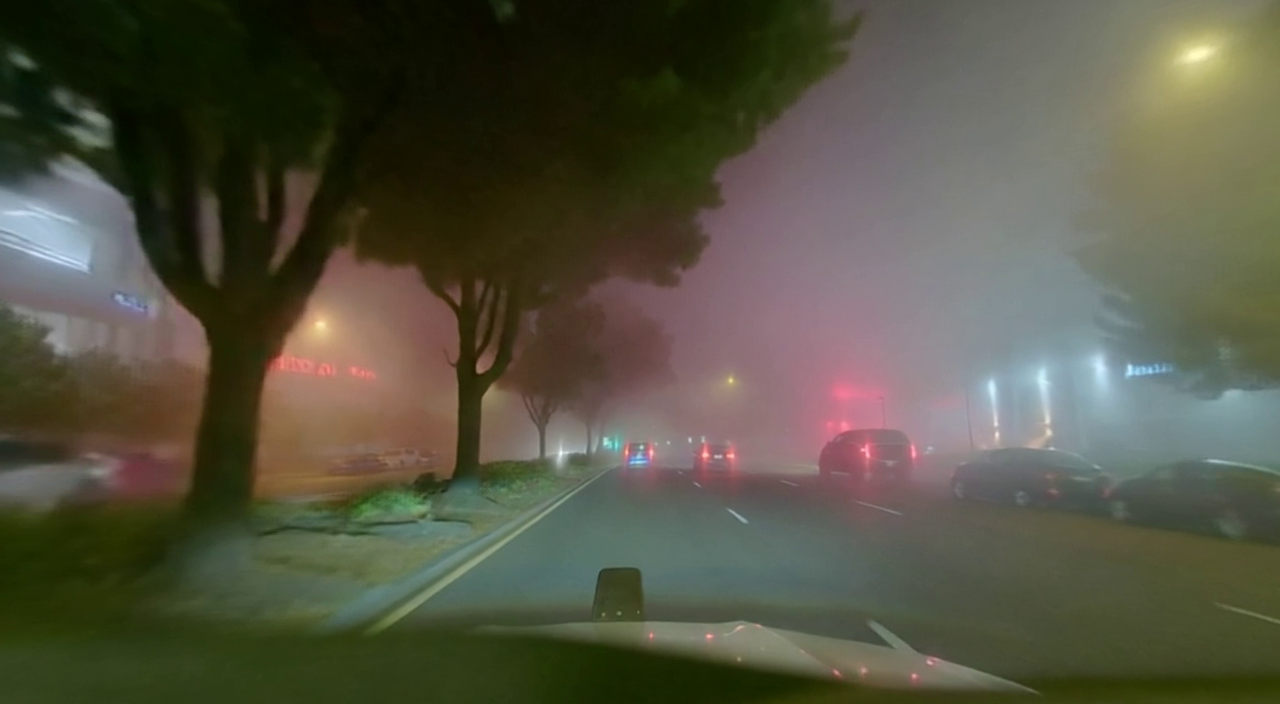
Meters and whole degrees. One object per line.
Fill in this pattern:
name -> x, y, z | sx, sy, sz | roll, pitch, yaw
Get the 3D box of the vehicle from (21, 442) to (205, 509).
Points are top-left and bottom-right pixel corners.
vehicle -> -19.139, 4.415, 23.409 | 2.240, 2.112, 5.268 | 0, -8, 0

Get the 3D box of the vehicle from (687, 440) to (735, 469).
vehicle -> 3.775, 5.514, 34.196 | 1.993, 1.477, 4.240 | 0, -8, -1

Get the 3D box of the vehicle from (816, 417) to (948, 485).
vehicle -> 10.562, 4.438, 28.635 | 3.082, 2.655, 7.381 | -1, -8, 1

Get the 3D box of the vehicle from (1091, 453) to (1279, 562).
vehicle -> 10.272, 2.493, 10.615 | 1.898, 1.502, 4.788 | -1, -8, 1

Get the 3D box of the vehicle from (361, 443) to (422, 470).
vehicle -> -18.729, 7.875, 47.921 | 2.241, 1.891, 5.637 | -1, -8, 1

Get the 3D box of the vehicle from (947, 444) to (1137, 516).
vehicle -> 10.599, 3.362, 17.234 | 2.129, 1.645, 4.625 | 0, -8, 0

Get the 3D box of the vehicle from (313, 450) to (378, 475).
vehicle -> -18.942, 7.108, 40.862 | 1.874, 1.483, 4.742 | -1, -8, 1

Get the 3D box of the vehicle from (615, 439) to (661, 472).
vehicle -> -0.122, 5.039, 30.945 | 2.101, 1.444, 4.248 | 0, -8, 0
